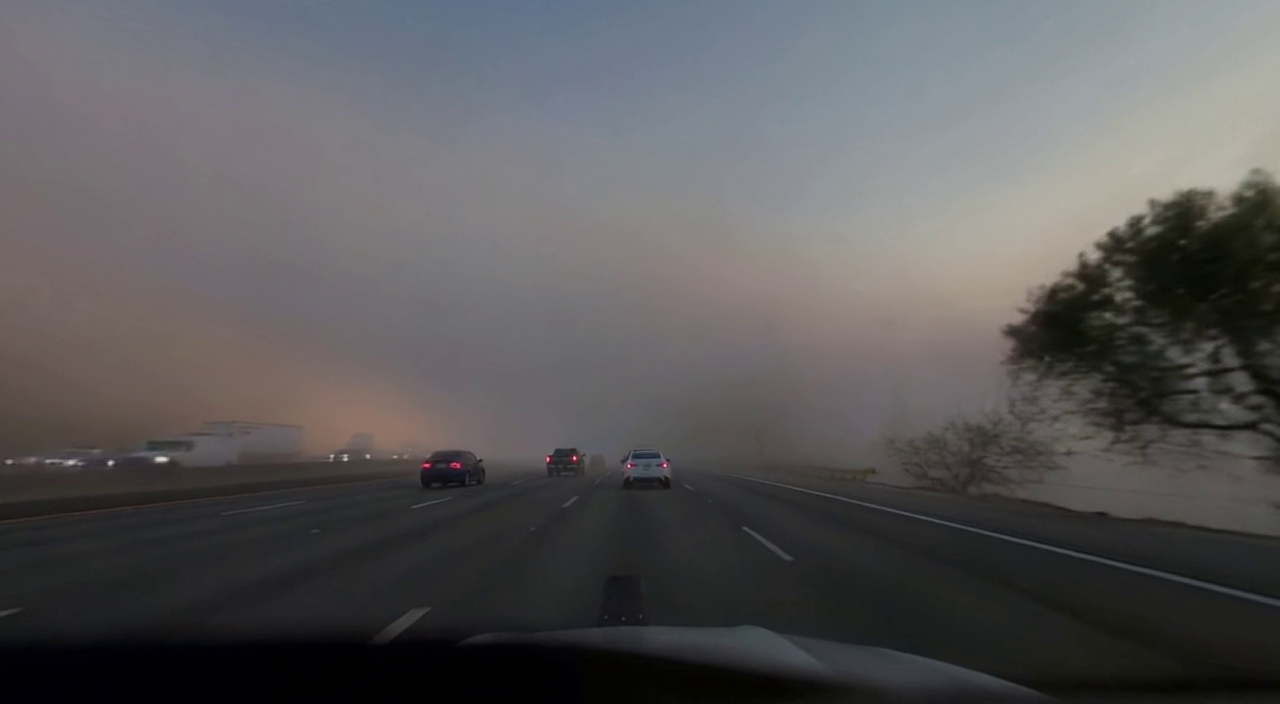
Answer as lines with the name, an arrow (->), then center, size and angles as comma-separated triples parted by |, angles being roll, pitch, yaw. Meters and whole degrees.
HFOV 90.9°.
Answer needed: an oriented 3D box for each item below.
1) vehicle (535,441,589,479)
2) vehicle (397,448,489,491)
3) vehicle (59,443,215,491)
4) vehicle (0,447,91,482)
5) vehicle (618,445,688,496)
vehicle -> -3.915, 5.527, 32.496 | 2.289, 1.777, 4.534 | 0, -9, -1
vehicle -> -7.313, 4.386, 23.993 | 1.974, 1.464, 4.733 | 0, -9, 0
vehicle -> -26.065, 5.947, 33.233 | 2.635, 2.237, 6.970 | 0, -9, -2
vehicle -> -29.781, 5.481, 31.090 | 1.822, 1.595, 4.076 | 0, -9, -3
vehicle -> 0.340, 3.865, 20.980 | 2.082, 1.482, 4.126 | 0, -9, -2
